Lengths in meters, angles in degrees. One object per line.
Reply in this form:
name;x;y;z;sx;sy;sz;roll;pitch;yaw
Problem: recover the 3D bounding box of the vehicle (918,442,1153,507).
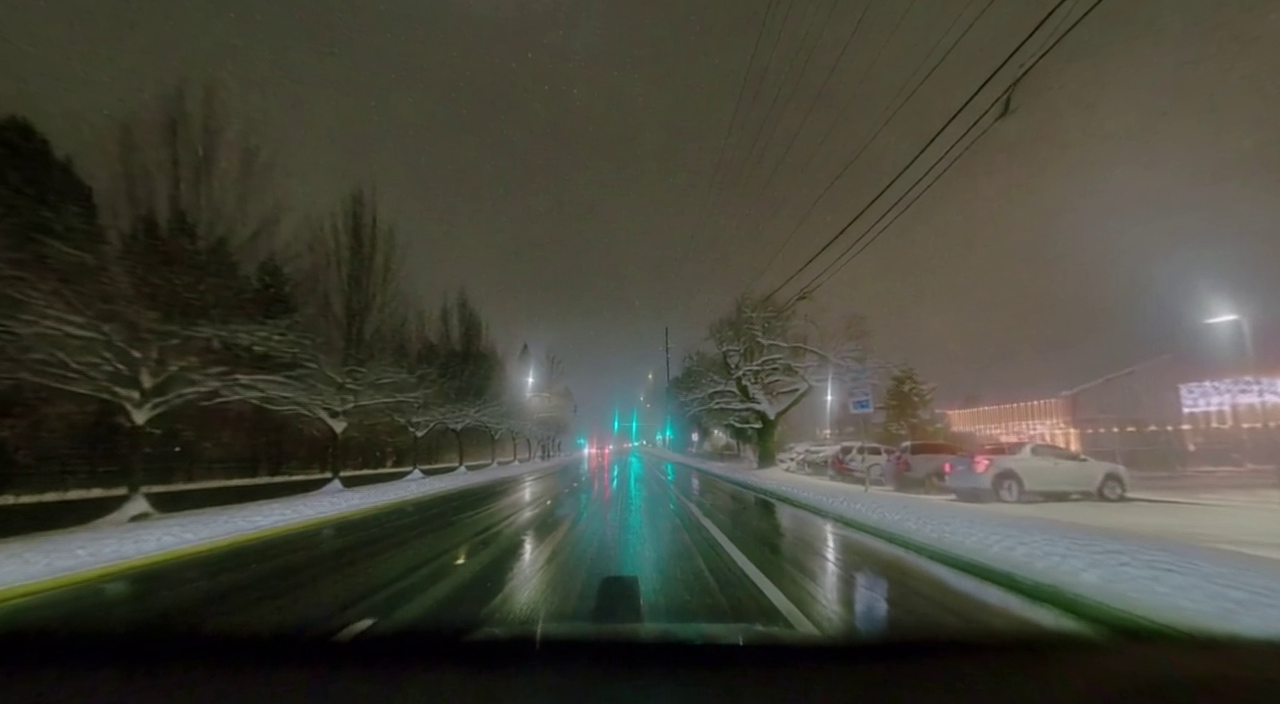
vehicle;9.637;2.972;15.658;4.466;1.440;2.091;0;-9;-5
